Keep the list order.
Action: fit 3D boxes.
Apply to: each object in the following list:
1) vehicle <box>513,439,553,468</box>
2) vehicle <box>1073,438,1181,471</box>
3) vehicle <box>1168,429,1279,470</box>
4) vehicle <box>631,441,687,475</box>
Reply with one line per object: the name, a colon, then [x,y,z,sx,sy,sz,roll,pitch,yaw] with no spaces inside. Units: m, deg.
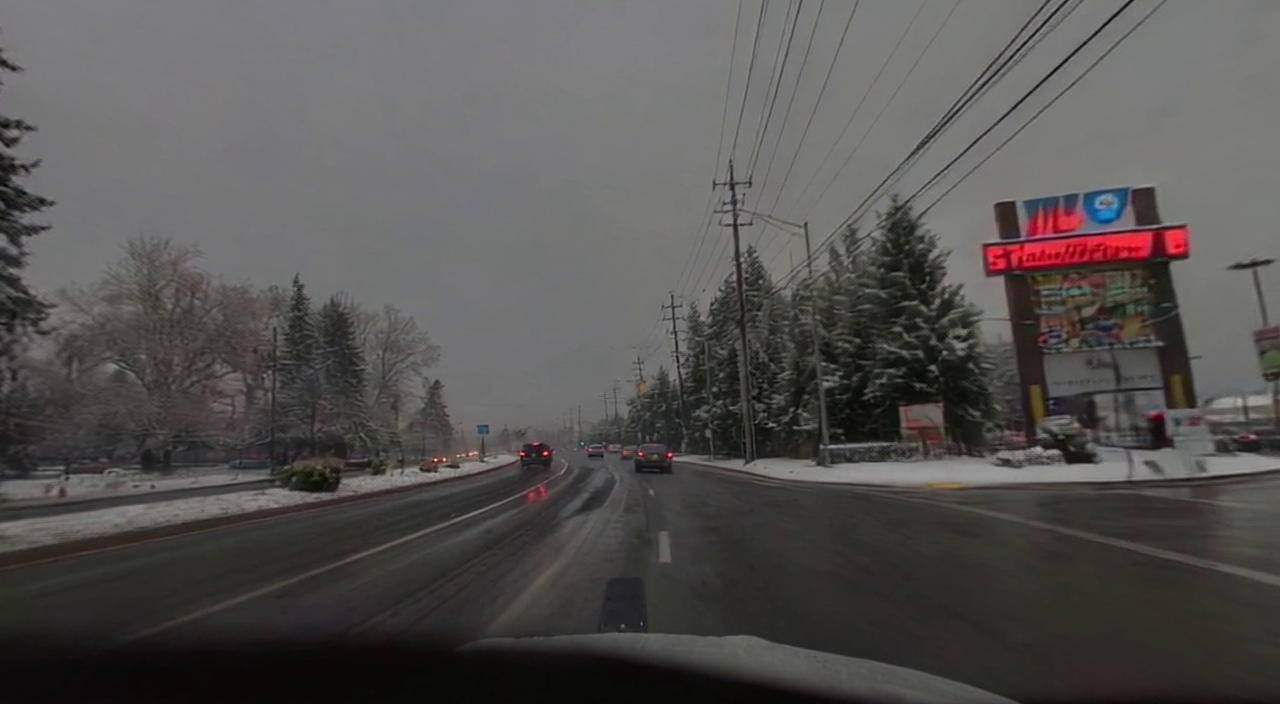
vehicle: [-6.955,6.642,41.347,2.195,1.752,4.515,1,-8,-5]
vehicle: [27.452,5.812,35.723,4.350,1.447,1.696,-7,-10,14]
vehicle: [25.359,4.103,26.233,4.834,1.495,1.785,1,-9,12]
vehicle: [0.791,4.947,29.717,2.130,1.476,4.453,1,-8,-4]
